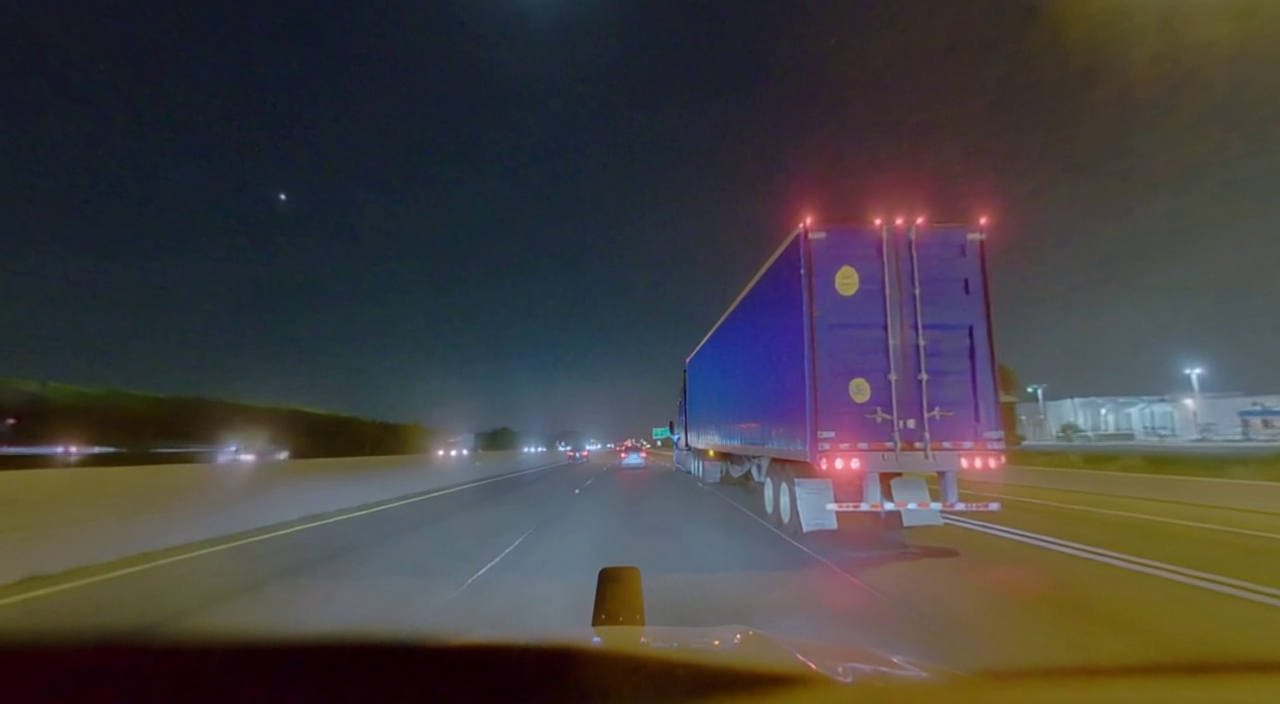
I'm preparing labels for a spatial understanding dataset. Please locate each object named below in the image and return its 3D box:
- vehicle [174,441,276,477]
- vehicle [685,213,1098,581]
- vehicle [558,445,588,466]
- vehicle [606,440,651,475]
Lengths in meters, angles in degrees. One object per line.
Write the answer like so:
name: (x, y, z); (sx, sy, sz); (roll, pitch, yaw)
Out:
vehicle: (-20.529, 5.316, 31.531); (2.103, 1.665, 4.517); (0, -9, -1)
vehicle: (3.295, 1.633, 14.974); (2.996, 4.123, 15.965); (0, -9, -1)
vehicle: (-5.150, 8.011, 49.050); (1.995, 1.491, 4.317); (0, -9, -2)
vehicle: (-0.606, 5.425, 32.747); (2.191, 1.685, 4.015); (0, -9, -1)
